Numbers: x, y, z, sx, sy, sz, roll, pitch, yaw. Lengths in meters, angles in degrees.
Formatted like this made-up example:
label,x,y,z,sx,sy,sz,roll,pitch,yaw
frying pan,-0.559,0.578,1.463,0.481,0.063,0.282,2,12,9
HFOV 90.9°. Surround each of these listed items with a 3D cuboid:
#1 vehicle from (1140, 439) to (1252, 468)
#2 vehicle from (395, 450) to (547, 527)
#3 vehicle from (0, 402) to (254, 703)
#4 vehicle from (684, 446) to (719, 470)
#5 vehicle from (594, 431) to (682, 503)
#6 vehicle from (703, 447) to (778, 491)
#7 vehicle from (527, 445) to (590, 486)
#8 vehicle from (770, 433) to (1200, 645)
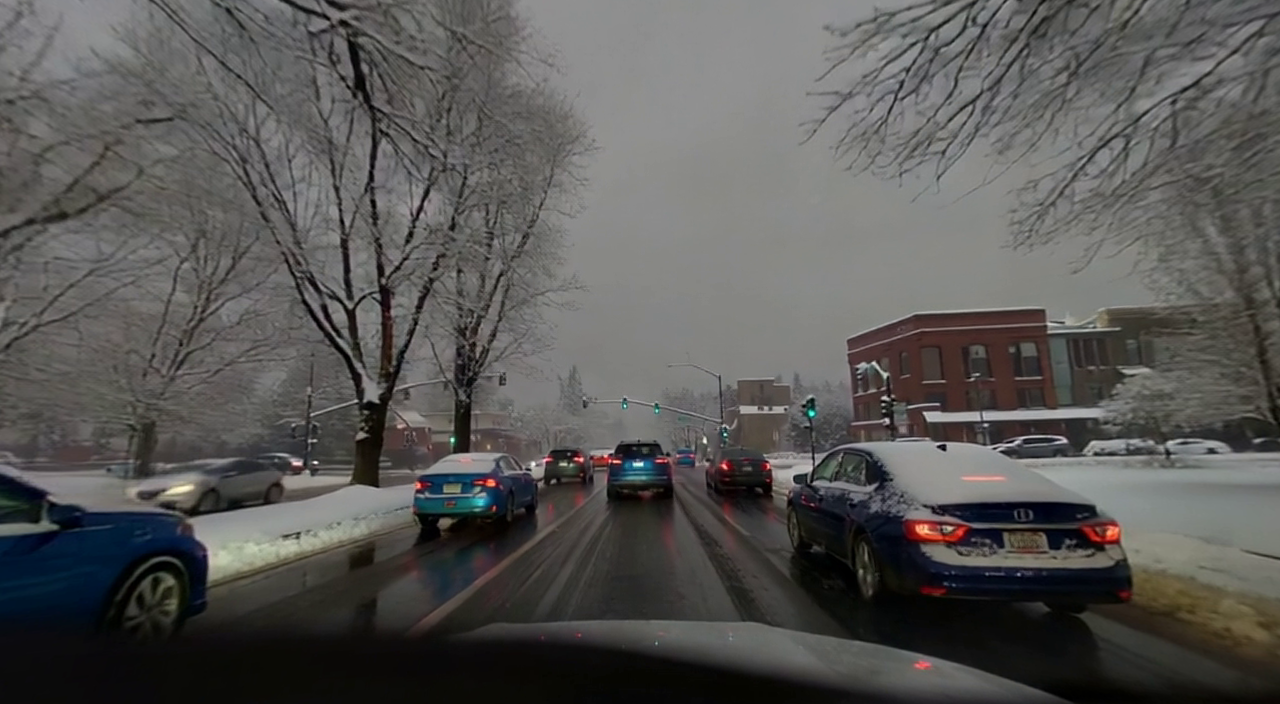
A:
label,x,y,z,sx,sy,sz,roll,pitch,yaw
vehicle,33.511,6.140,38.166,4.534,1.680,2.002,-3,-9,22
vehicle,-3.397,2.820,13.579,2.115,1.369,3.908,0,-8,1
vehicle,-4.021,0.960,2.572,2.173,1.536,4.285,0,-8,0
vehicle,4.628,8.027,48.027,2.220,1.706,4.178,0,-8,0
vehicle,-0.041,3.423,19.208,2.361,1.898,4.465,0,-8,1
vehicle,3.620,4.296,23.500,2.058,1.472,4.317,0,-8,-1
vehicle,-3.443,4.883,27.433,2.130,1.645,3.995,0,-8,1
vehicle,2.921,1.667,6.796,2.052,1.475,4.540,0,-8,0
